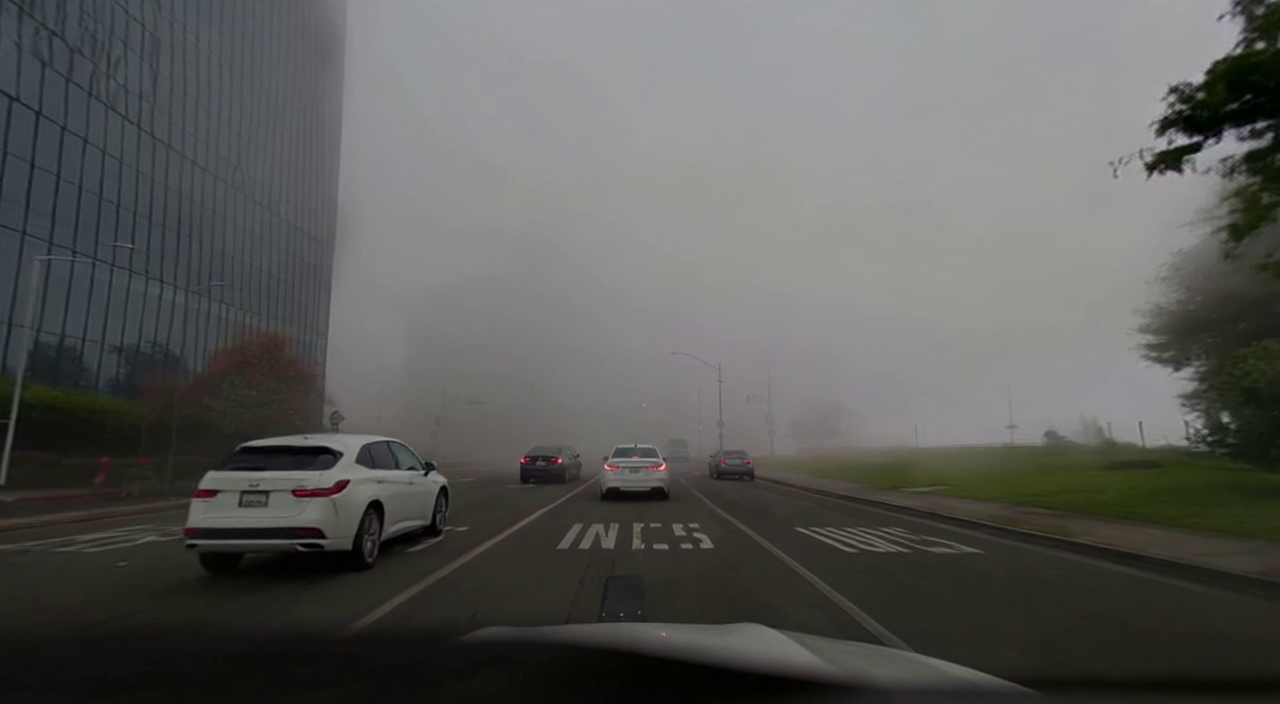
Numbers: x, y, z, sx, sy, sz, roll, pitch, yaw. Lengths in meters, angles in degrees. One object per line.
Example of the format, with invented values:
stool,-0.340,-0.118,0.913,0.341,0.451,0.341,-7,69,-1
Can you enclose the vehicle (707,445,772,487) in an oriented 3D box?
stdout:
vehicle,3.931,4.557,25.544,1.940,1.514,4.187,0,-8,0

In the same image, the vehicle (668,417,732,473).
vehicle,3.910,6.528,44.274,3.074,3.316,12.953,0,-8,-1

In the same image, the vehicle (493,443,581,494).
vehicle,-3.305,3.818,21.133,2.044,1.508,4.479,0,-8,2

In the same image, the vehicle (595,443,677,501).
vehicle,-0.069,3.474,18.766,2.174,1.509,4.374,0,-8,1

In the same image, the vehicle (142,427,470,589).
vehicle,-3.740,1.795,8.119,1.933,1.520,4.195,0,-8,0
